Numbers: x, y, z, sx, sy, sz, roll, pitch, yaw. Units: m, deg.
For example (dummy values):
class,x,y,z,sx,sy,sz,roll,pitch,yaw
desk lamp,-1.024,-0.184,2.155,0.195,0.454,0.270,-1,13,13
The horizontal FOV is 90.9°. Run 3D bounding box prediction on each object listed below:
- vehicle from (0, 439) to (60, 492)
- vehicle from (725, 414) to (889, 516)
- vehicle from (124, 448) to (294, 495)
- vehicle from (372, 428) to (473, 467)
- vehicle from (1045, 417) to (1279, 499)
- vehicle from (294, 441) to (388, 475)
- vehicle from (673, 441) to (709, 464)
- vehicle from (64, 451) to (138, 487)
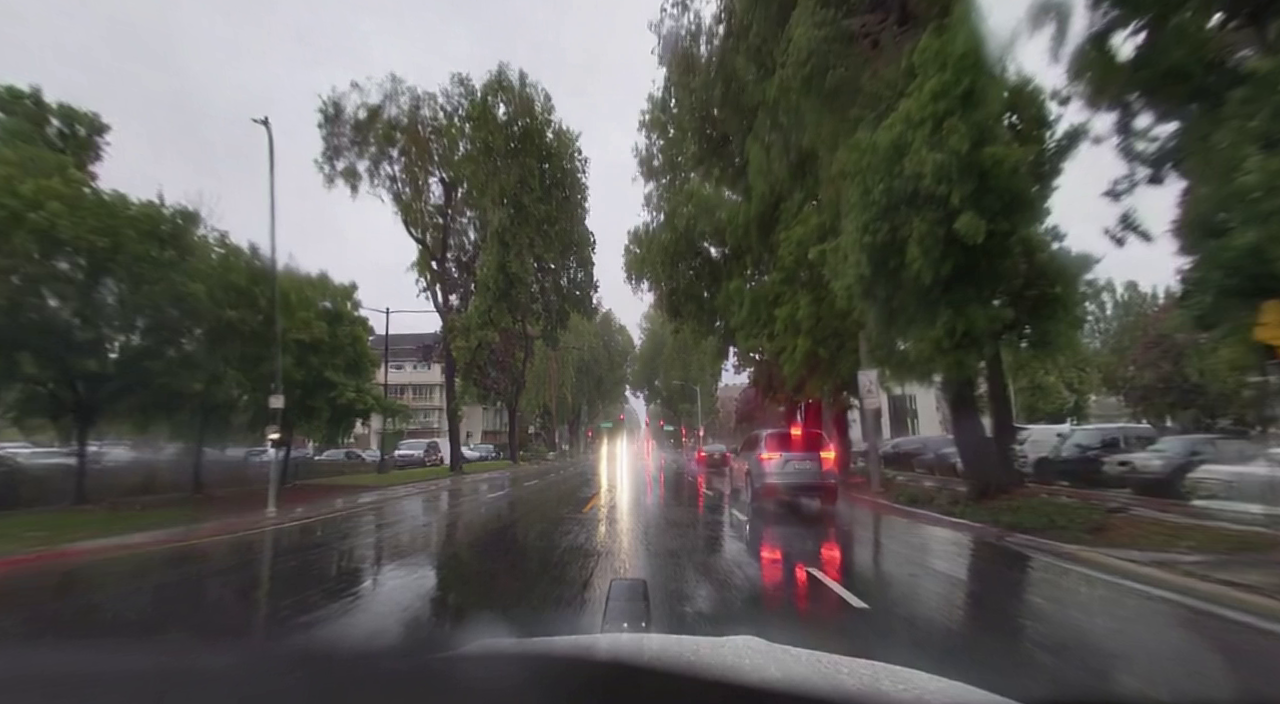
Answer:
class,x,y,z,sx,sy,sz,roll,pitch,yaw
vehicle,-24.591,4.529,24.807,4.620,1.855,2.173,-11,-11,43
vehicle,3.411,2.456,14.184,2.251,1.861,5.144,0,-9,0
vehicle,-14.603,4.001,21.560,1.892,1.408,4.413,-8,-12,43
vehicle,-15.068,6.646,43.911,6.071,2.468,2.616,7,-11,-40
vehicle,12.239,2.369,14.206,4.586,1.671,2.262,0,-9,1
vehicle,-15.126,5.365,31.929,3.993,1.566,2.114,4,-12,-33
vehicle,3.499,7.064,44.457,2.072,1.471,4.834,0,-9,-1
vehicle,-24.591,5.252,28.690,2.047,1.463,4.381,8,-12,-44
